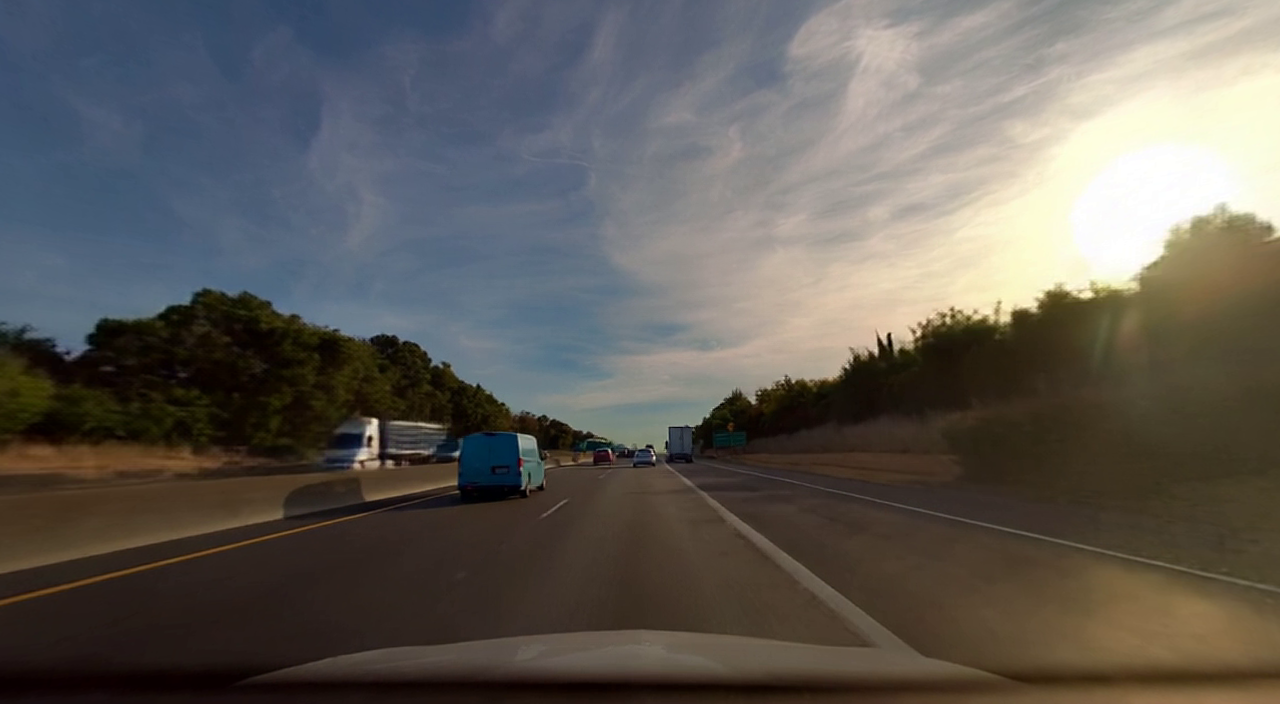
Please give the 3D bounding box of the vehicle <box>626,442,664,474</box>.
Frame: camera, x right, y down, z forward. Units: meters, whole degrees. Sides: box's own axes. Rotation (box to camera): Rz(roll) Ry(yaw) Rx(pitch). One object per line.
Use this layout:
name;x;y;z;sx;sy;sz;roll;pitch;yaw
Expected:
vehicle;0.308;6.410;38.265;2.209;1.825;4.036;0;-9;1

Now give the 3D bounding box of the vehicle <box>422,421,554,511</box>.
vehicle;-3.763;2.943;16.708;2.167;1.991;5.062;0;-9;1

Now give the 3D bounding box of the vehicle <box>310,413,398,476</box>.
vehicle;-19.429;6.356;43.270;2.987;3.970;5.945;-1;-9;2
